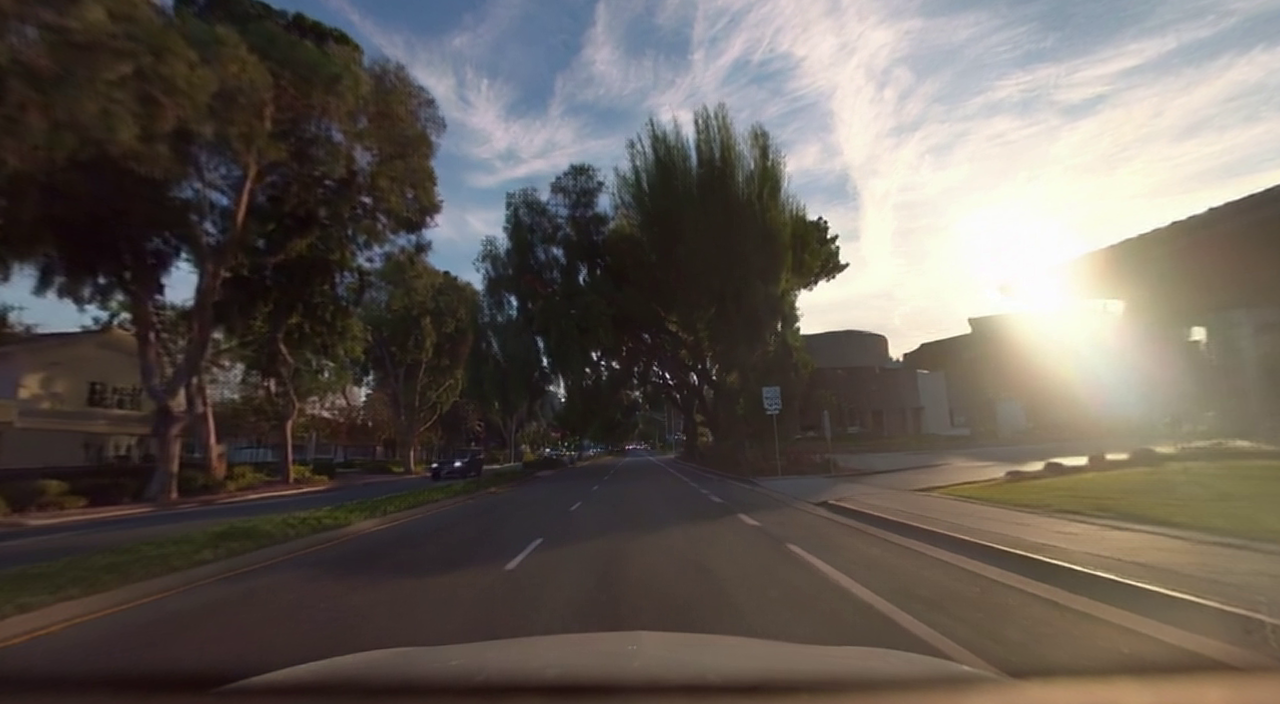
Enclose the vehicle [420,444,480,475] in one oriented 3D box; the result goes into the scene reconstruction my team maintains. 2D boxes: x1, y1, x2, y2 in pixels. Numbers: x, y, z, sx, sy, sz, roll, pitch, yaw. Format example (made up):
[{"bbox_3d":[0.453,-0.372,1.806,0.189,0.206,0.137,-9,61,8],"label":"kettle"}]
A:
[{"bbox_3d":[-13.560,7.686,45.519,2.505,2.059,5.803,0,-8,0],"label":"vehicle"}]
